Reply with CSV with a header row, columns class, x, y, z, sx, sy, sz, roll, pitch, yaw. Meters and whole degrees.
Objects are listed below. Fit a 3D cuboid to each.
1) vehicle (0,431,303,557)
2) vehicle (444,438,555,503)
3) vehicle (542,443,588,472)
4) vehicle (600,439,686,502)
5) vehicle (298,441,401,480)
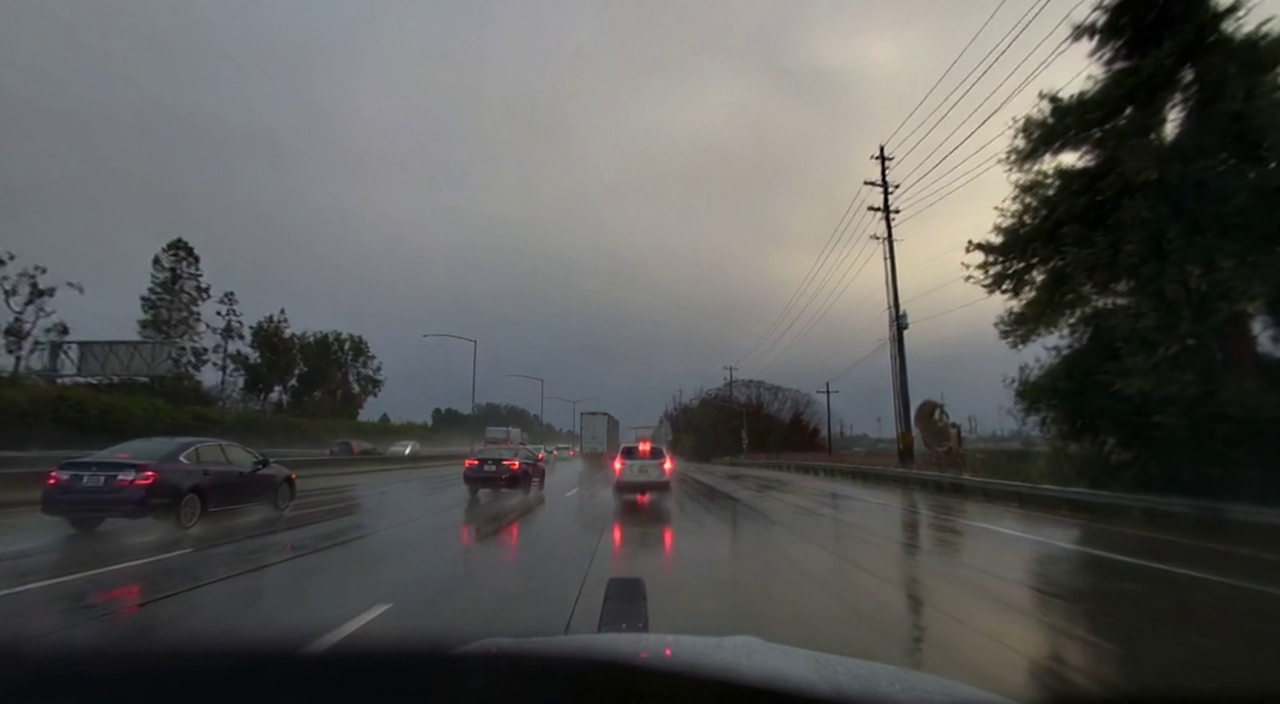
class,x,y,z,sx,sy,sz,roll,pitch,yaw
vehicle,-7.383,2.004,9.681,1.867,1.445,4.499,0,-9,1
vehicle,-3.511,3.037,16.581,1.912,1.464,4.115,0,-9,1
vehicle,-4.008,5.705,34.336,2.013,1.437,3.801,0,-9,0
vehicle,-0.008,3.132,17.129,2.018,1.470,4.491,0,-9,-2
vehicle,-12.286,4.606,27.122,2.089,1.500,4.780,0,-9,1
